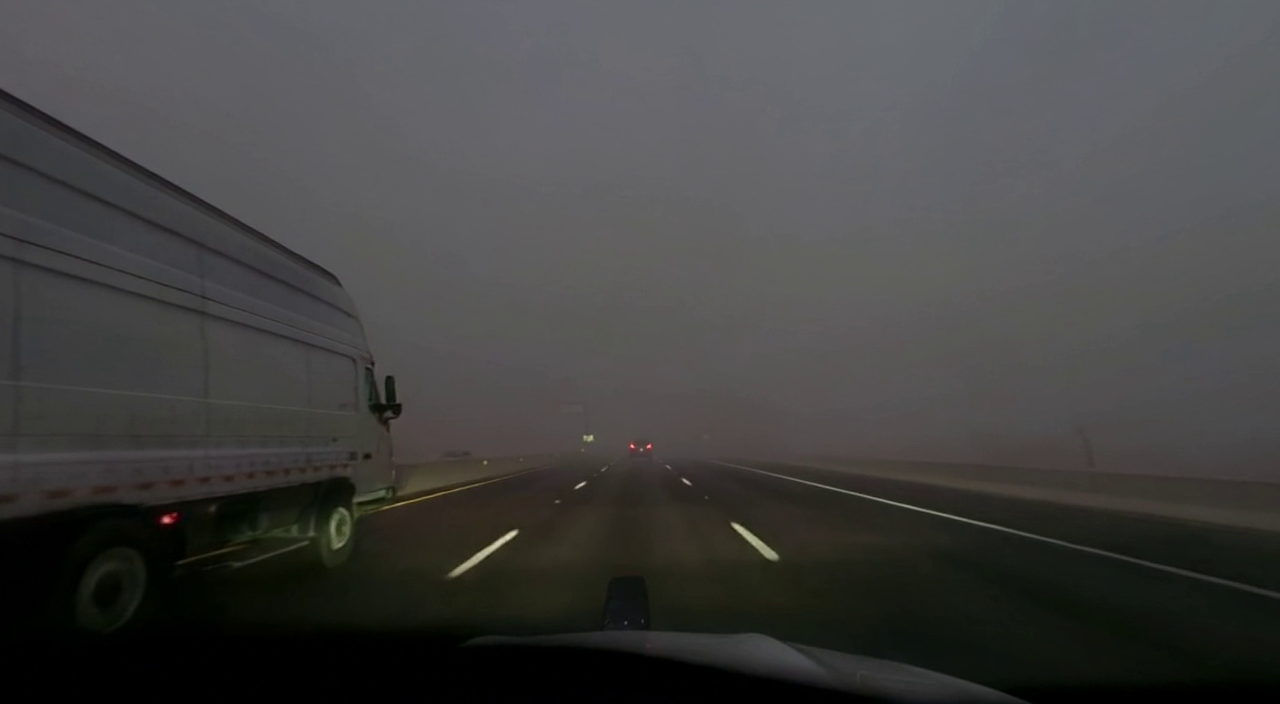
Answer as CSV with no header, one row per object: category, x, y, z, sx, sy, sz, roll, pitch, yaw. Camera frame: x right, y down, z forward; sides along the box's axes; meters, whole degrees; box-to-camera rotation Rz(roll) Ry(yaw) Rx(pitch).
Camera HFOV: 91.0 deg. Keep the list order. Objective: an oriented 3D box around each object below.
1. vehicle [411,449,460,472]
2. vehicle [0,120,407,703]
vehicle,-14.807,7.849,45.751,2.009,1.537,4.411,0,-8,0
vehicle,-3.936,0.504,3.872,2.443,2.586,6.701,0,-8,0
